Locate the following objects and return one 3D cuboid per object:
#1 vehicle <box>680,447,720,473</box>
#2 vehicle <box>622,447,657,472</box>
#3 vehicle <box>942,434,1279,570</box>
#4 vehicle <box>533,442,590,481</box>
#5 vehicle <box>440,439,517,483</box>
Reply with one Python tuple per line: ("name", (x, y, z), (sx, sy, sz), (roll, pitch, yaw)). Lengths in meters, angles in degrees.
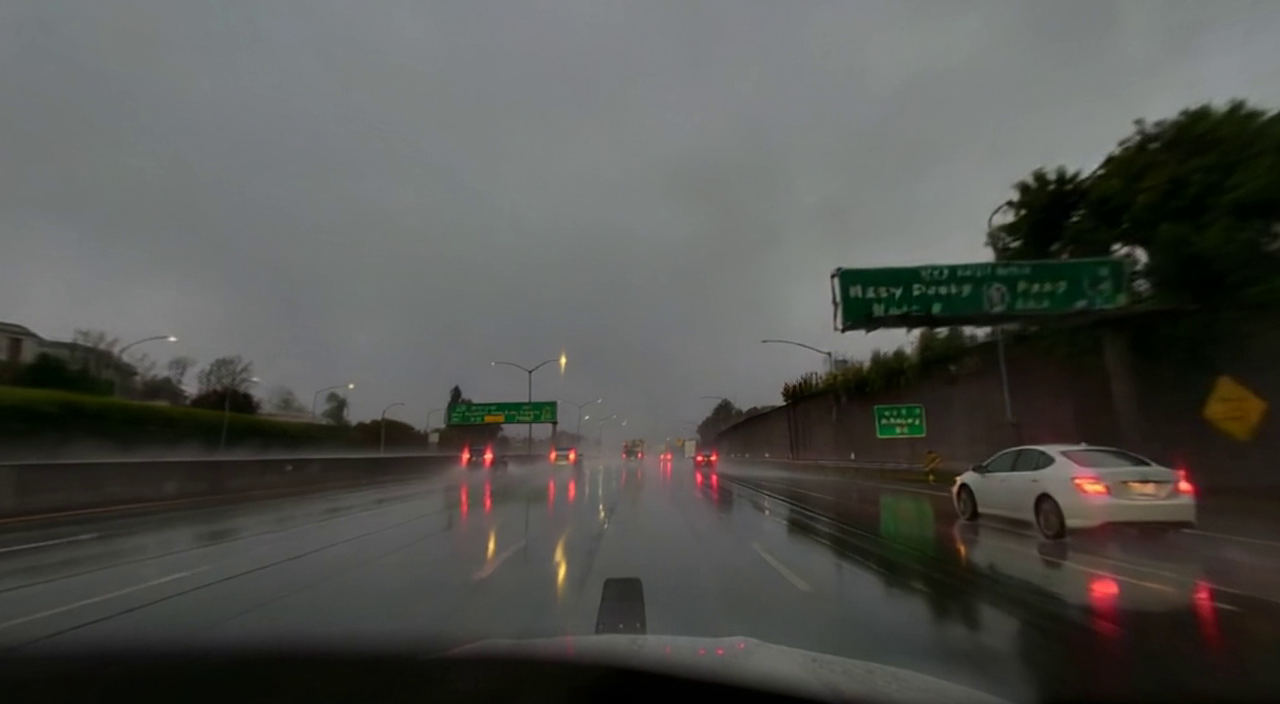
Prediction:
("vehicle", (3.805, 6.892, 40.535), (2.077, 1.527, 4.553), (0, -9, -1))
("vehicle", (-0.021, 7.029, 41.475), (2.166, 1.496, 4.158), (0, -9, 0))
("vehicle", (6.795, 2.124, 9.787), (1.981, 1.587, 4.519), (0, -9, 0))
("vehicle", (-3.576, 5.068, 29.521), (2.091, 1.664, 4.157), (0, -9, 1))
("vehicle", (-6.781, 4.621, 26.997), (2.112, 1.721, 4.381), (0, -9, 0))
